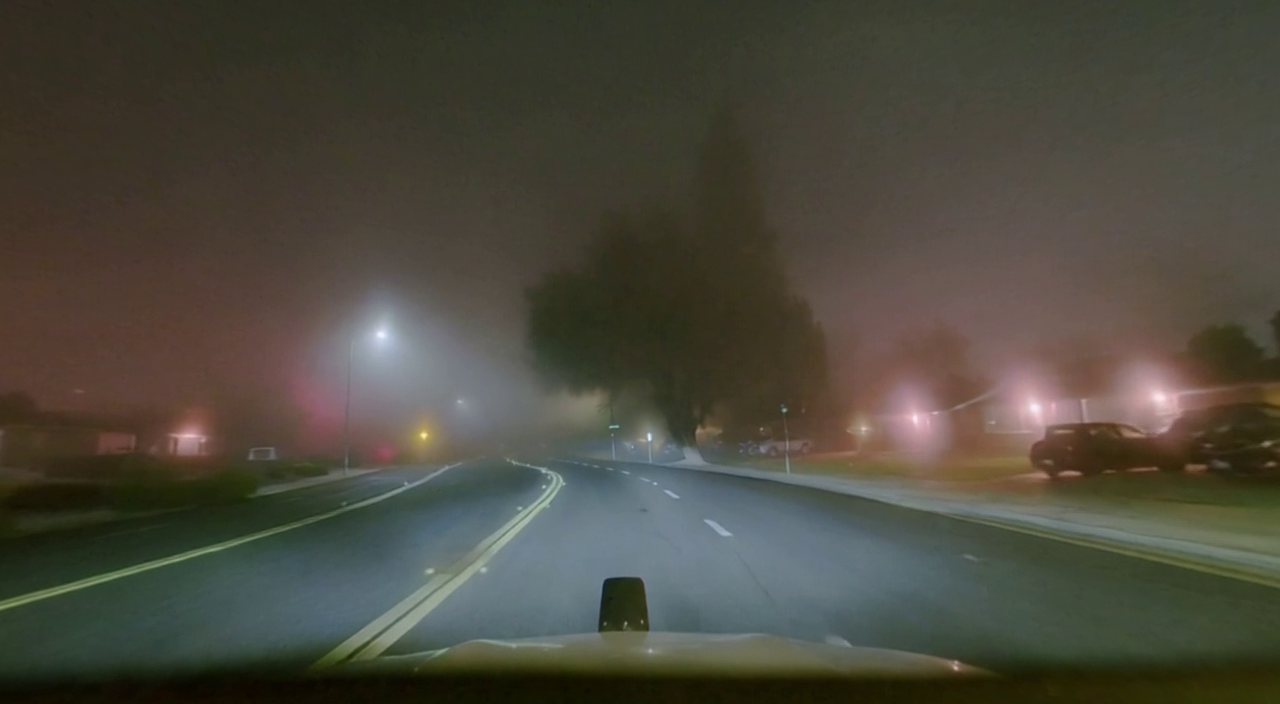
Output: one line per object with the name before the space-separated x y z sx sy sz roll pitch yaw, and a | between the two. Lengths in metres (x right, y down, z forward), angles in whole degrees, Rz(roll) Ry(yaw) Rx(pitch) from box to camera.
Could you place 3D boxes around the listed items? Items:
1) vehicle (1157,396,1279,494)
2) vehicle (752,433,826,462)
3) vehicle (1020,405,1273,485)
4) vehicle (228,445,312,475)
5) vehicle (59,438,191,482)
vehicle | 14.755 2.077 14.198 4.350 2.047 1.841 -1 -8 4
vehicle | 10.573 6.796 44.994 4.693 1.764 2.265 -3 -8 4
vehicle | 14.600 2.715 18.493 5.283 1.863 2.150 -4 -8 3
vehicle | -22.695 6.614 38.826 3.899 1.729 2.064 2 -9 -10
vehicle | -23.488 4.923 28.928 4.128 1.861 1.959 2 -9 -12
